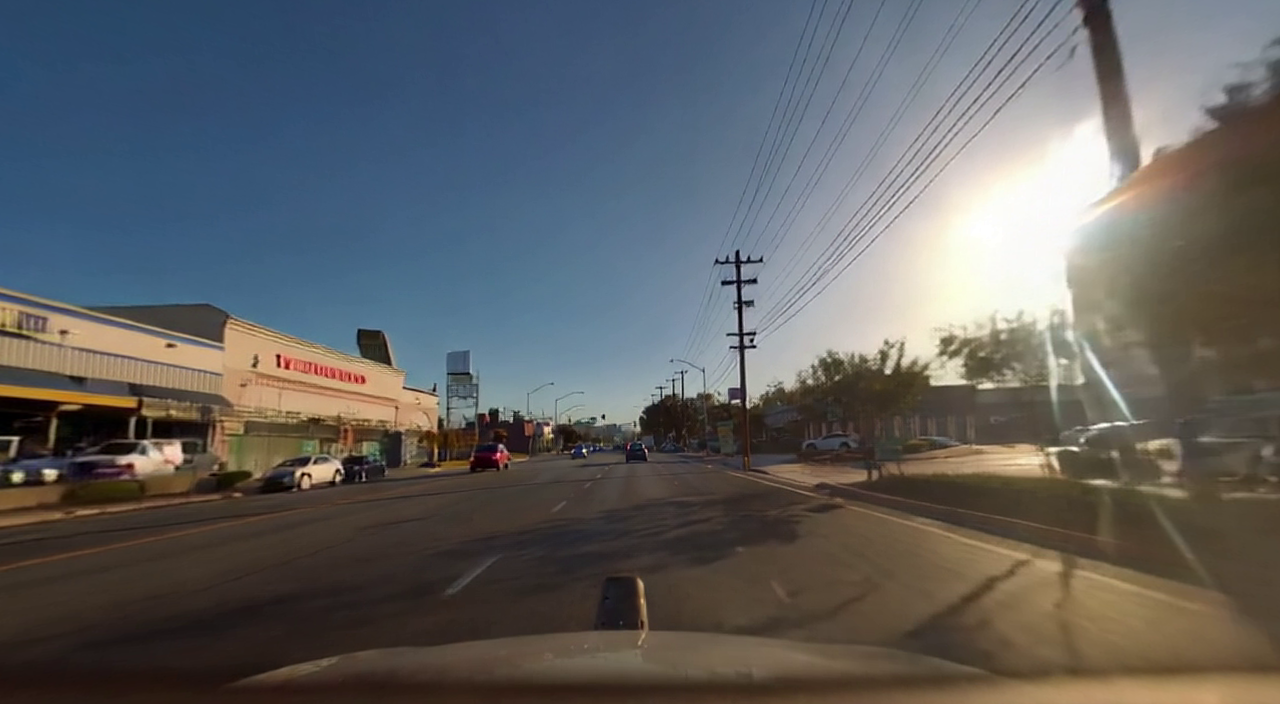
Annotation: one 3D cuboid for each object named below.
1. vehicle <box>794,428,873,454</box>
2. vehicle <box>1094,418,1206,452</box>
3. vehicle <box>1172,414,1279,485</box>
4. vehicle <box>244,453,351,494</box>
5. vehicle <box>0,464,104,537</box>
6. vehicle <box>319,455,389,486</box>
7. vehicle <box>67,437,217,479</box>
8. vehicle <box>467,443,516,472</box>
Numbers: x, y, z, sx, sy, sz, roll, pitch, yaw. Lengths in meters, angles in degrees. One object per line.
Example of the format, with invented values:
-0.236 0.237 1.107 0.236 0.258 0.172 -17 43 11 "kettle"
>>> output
13.508 6.260 44.394 4.836 1.750 2.079 0 -8 -1 "vehicle"
31.717 5.148 39.424 4.895 1.884 2.320 -2 -6 1 "vehicle"
14.629 2.148 14.094 3.929 1.456 1.774 0 -8 -3 "vehicle"
-14.824 5.262 27.759 1.954 1.519 5.051 -1 -8 -1 "vehicle"
-14.374 3.146 13.226 1.927 1.427 5.198 1 -8 -3 "vehicle"
-14.856 6.141 33.028 1.753 1.401 4.223 0 -8 -1 "vehicle"
-23.932 5.092 30.705 5.233 1.880 2.362 4 -9 -28 "vehicle"
-9.423 6.713 40.404 1.940 1.698 5.028 0 -8 0 "vehicle"
